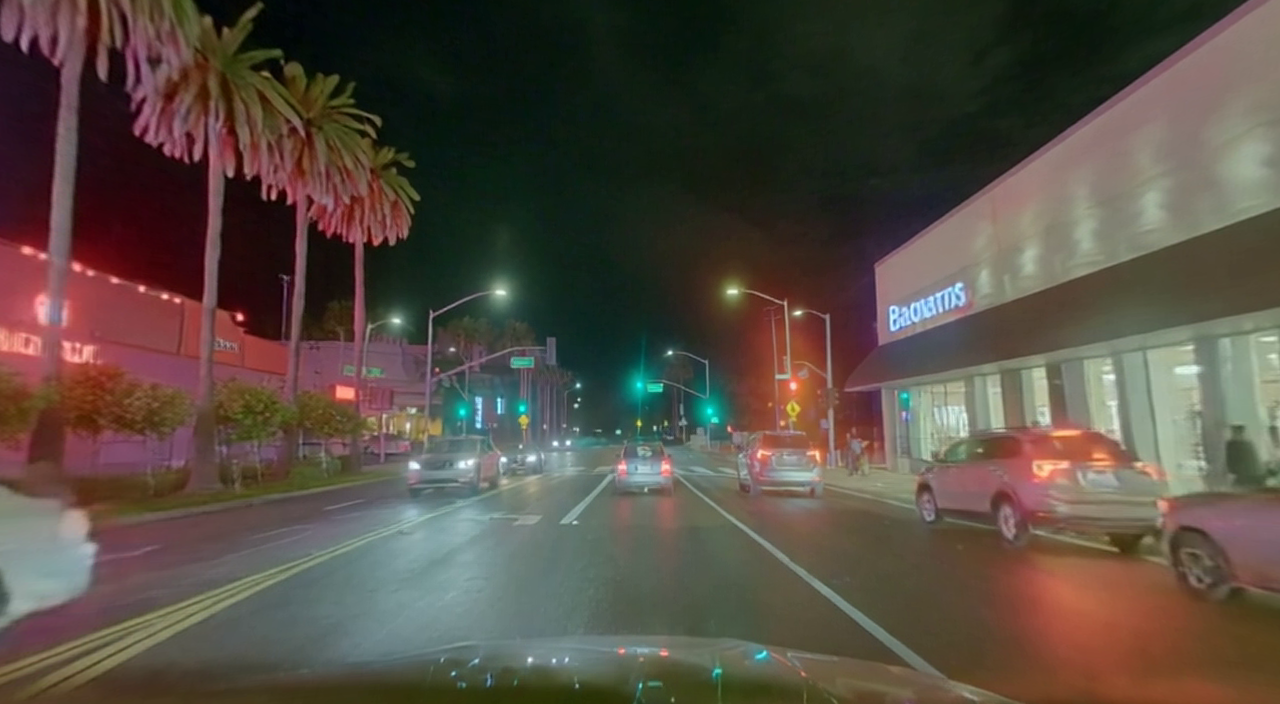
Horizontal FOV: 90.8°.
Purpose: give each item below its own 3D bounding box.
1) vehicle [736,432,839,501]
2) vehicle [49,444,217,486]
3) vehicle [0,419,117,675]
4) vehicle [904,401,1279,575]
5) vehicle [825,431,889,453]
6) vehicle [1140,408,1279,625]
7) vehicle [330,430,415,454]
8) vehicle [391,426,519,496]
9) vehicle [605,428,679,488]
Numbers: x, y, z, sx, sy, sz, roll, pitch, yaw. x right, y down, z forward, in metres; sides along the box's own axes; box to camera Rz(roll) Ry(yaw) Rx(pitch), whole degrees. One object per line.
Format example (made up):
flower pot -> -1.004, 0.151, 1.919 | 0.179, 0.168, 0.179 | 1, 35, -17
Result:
vehicle -> 4.043, 3.212, 18.130 | 2.070, 1.711, 4.480 | -1, -8, 3
vehicle -> -19.582, 4.329, 24.641 | 1.759, 1.457, 4.727 | -6, -10, 37
vehicle -> -4.805, 0.958, 2.321 | 2.092, 1.504, 4.374 | 0, -8, -2
vehicle -> 6.195, 1.869, 9.626 | 1.981, 1.893, 5.238 | 0, -8, -1
vehicle -> 16.996, 7.035, 49.552 | 4.304, 1.685, 1.947 | 0, -8, 0
vehicle -> 6.161, 1.173, 4.079 | 2.008, 1.729, 4.647 | 0, -8, 0
vehicle -> -20.805, 7.014, 49.267 | 5.674, 1.804, 2.190 | -1, -8, 6
vehicle -> -5.196, 3.149, 18.627 | 2.341, 1.762, 4.865 | 0, -8, -1
vehicle -> 0.020, 3.549, 21.491 | 2.264, 1.798, 4.531 | 0, -8, -1
